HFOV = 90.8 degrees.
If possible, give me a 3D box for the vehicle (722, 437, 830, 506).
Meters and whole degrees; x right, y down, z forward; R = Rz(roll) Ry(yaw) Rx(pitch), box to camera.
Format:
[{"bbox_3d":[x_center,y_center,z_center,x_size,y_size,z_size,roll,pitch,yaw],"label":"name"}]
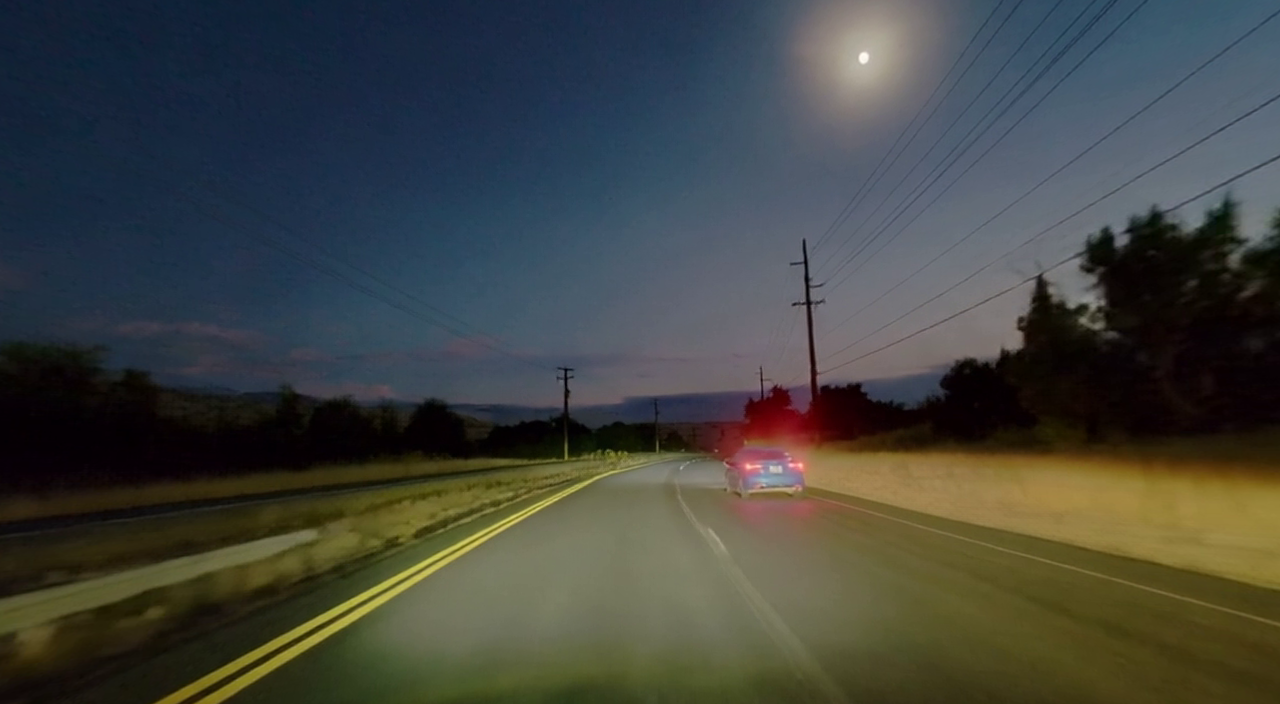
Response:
[{"bbox_3d":[3.656,3.302,17.896,2.135,1.692,4.185,0,-9,0],"label":"vehicle"}]
